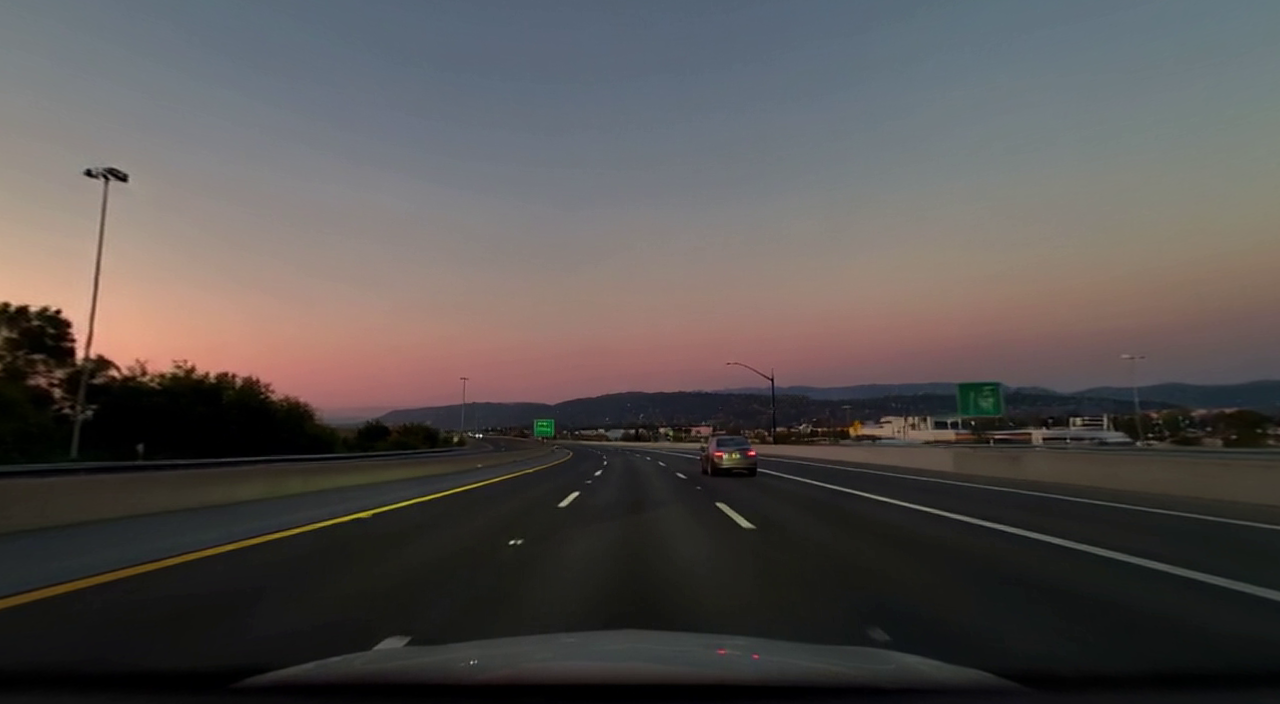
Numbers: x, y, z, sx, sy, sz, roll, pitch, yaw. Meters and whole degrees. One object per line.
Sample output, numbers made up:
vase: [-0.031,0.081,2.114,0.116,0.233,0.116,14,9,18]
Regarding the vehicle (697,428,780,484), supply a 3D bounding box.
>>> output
vehicle: [3.234,3.526,21.714,2.059,1.715,4.192,0,-8,-2]
